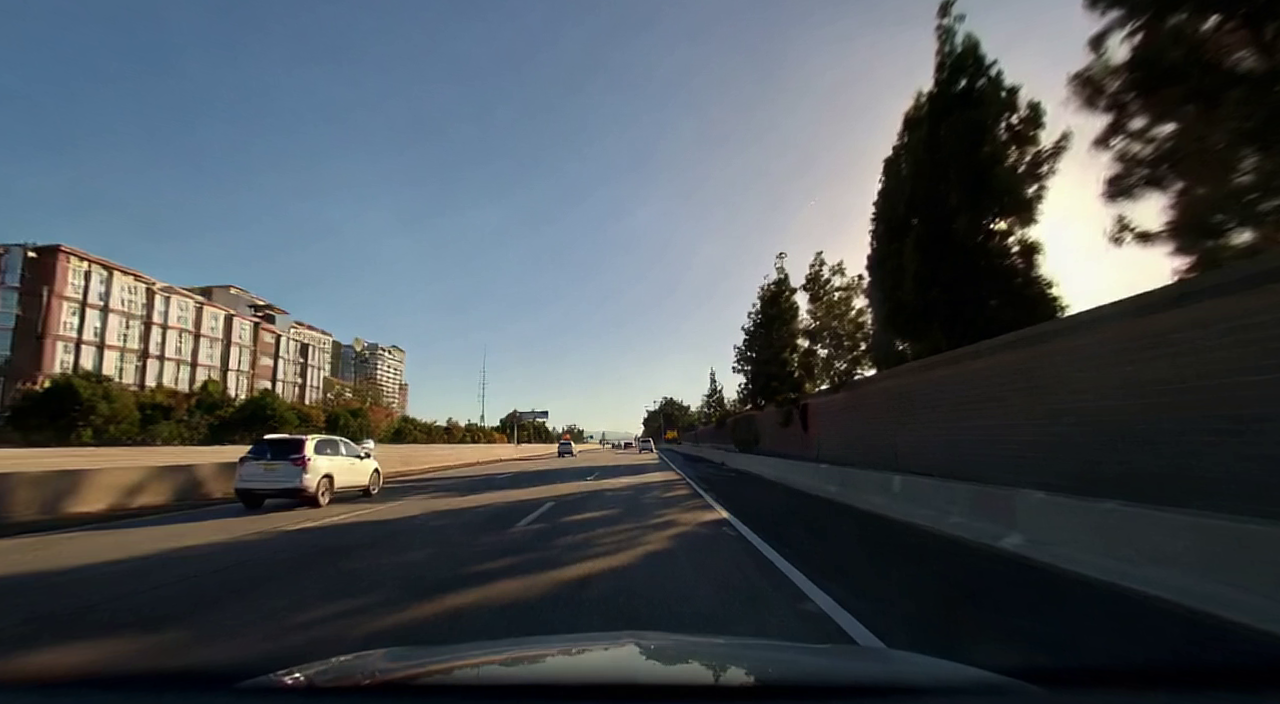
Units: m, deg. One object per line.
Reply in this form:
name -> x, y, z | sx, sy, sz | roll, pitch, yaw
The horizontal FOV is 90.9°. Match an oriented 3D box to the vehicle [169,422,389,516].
vehicle -> -7.379, 2.425, 13.587 | 2.088, 1.678, 4.426 | 0, -8, 0
